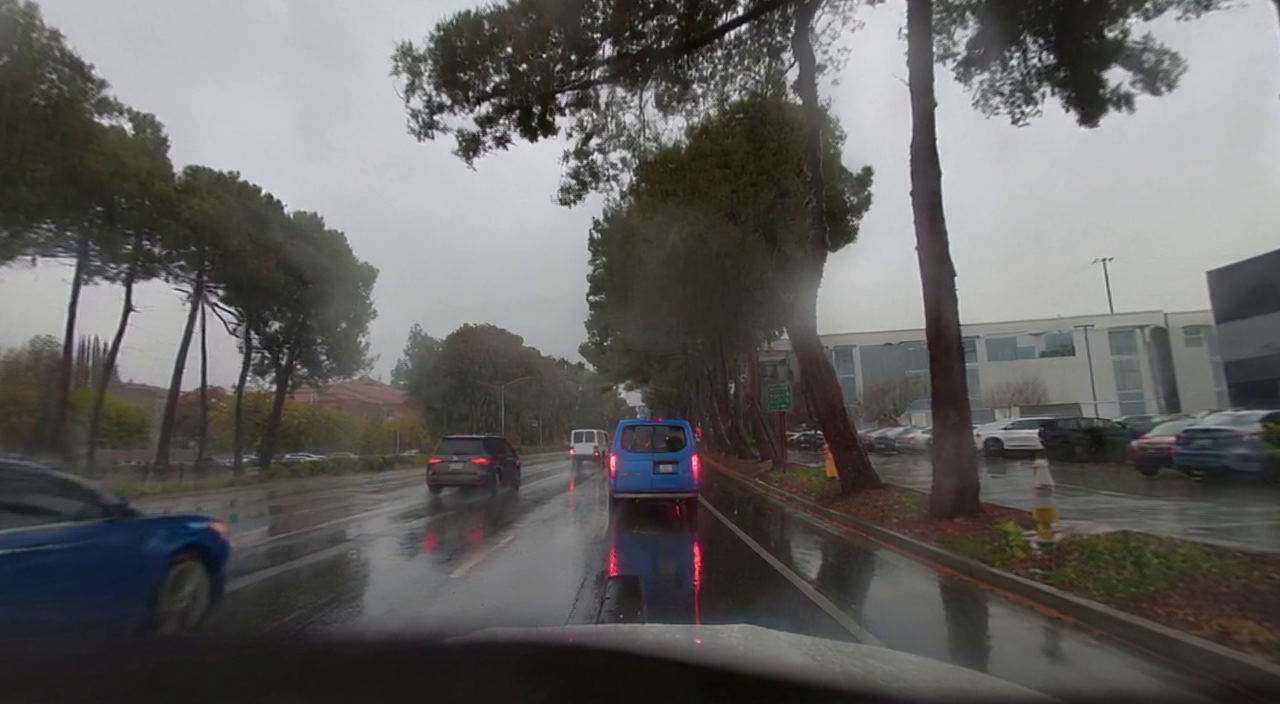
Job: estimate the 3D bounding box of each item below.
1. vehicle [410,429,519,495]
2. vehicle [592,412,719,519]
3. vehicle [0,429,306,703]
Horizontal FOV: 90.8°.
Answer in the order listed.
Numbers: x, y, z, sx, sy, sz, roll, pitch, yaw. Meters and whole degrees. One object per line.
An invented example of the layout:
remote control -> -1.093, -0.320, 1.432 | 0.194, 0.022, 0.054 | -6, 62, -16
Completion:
vehicle -> -5.078, 3.271, 19.097 | 2.116, 1.714, 4.757 | 0, -9, -2
vehicle -> 0.323, 2.278, 13.040 | 2.173, 1.830, 4.189 | 0, -9, 2
vehicle -> -4.079, 1.141, 3.243 | 1.991, 1.459, 4.813 | 0, -9, 2
